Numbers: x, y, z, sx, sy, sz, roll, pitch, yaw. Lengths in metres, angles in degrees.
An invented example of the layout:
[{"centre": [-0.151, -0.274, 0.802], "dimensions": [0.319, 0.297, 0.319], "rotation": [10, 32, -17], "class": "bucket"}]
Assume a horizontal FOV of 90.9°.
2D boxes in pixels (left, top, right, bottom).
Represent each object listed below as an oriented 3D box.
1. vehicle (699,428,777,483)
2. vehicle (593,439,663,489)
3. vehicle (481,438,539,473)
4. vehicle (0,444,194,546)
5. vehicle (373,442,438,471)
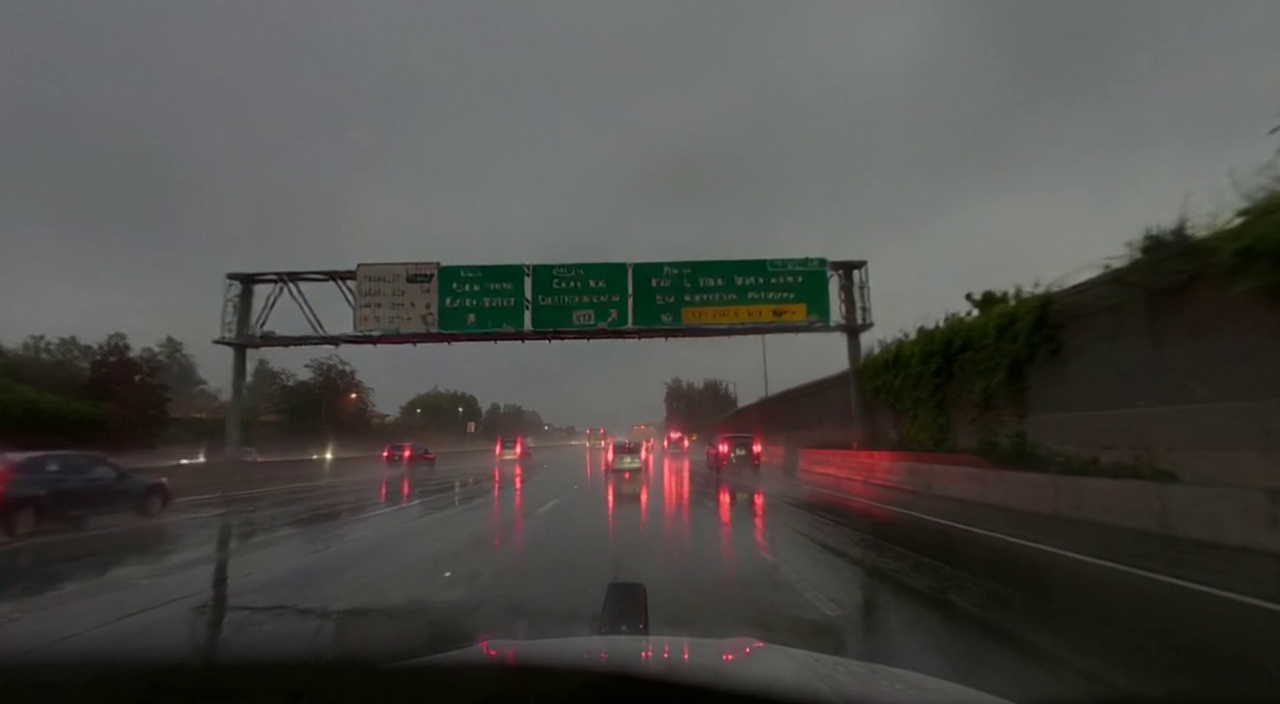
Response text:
[{"centre": [3.383, 3.680, 22.669], "dimensions": [2.001, 1.771, 4.250], "rotation": [0, -8, -1], "class": "vehicle"}, {"centre": [-0.334, 3.635, 20.760], "dimensions": [2.042, 1.446, 4.269], "rotation": [0, -8, 0], "class": "vehicle"}, {"centre": [-6.726, 5.397, 33.084], "dimensions": [2.060, 1.669, 4.242], "rotation": [0, -8, 1], "class": "vehicle"}, {"centre": [-10.554, 2.429, 11.310], "dimensions": [1.961, 1.510, 4.260], "rotation": [0, -8, 0], "class": "vehicle"}, {"centre": [-14.271, 6.377, 38.750], "dimensions": [2.055, 1.628, 4.898], "rotation": [0, -8, 1], "class": "vehicle"}]
